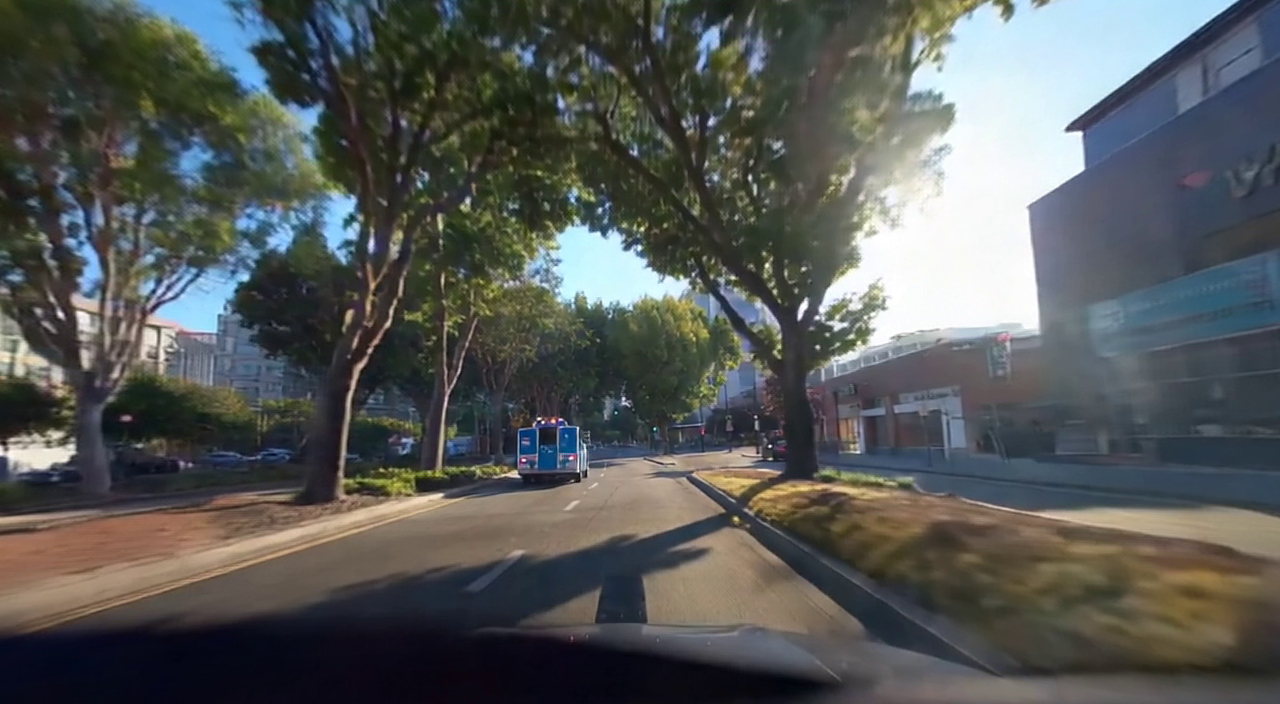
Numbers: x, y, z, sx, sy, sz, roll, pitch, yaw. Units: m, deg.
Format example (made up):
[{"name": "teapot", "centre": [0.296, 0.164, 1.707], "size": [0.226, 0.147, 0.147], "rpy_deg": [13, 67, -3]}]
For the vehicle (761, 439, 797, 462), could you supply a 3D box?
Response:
[{"name": "vehicle", "centre": [10.853, 7.719, 49.561], "size": [1.980, 1.719, 4.422], "rpy_deg": [-1, -9, 2]}]

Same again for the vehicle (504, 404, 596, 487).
[{"name": "vehicle", "centre": [-3.236, 3.583, 24.291], "size": [2.633, 2.787, 5.796], "rpy_deg": [0, -9, 0]}]
